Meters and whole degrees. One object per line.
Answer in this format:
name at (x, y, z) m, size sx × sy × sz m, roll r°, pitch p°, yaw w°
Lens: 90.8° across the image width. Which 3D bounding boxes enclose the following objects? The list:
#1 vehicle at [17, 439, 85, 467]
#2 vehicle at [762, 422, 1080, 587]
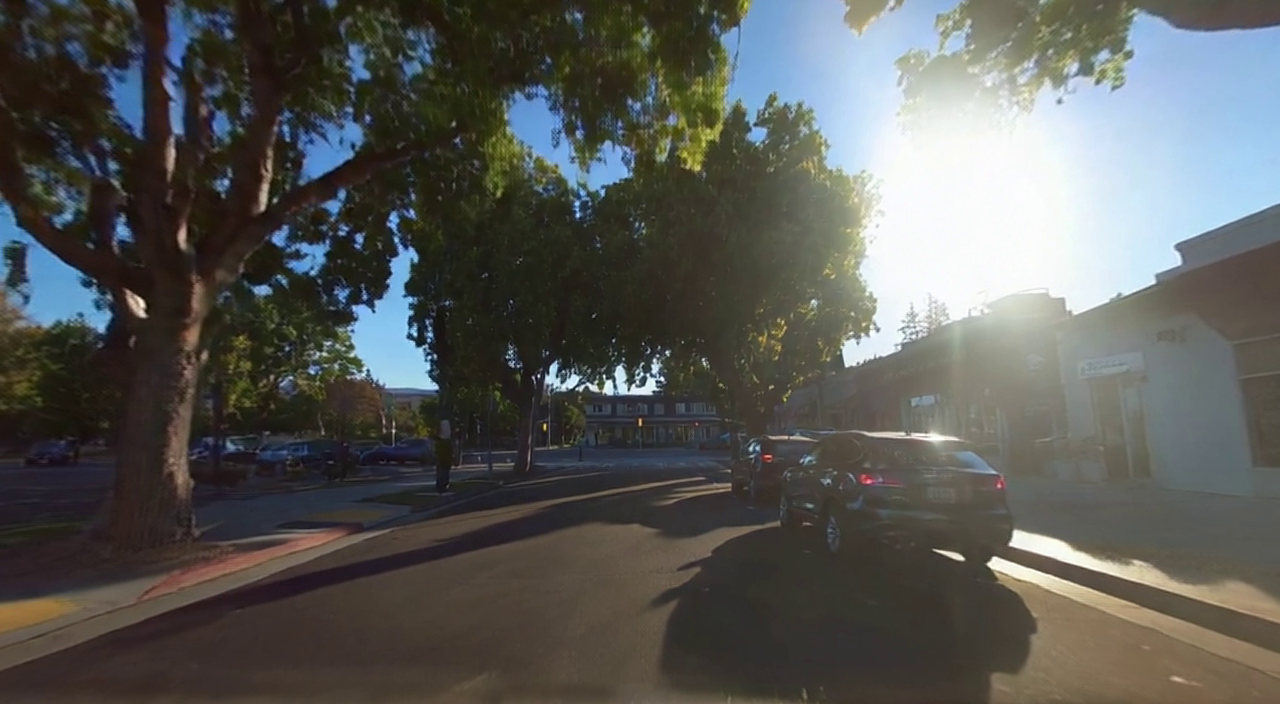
vehicle at (-37.059, 6.344, 39.719) m, size 4.157 × 1.687 × 2.419 m, roll -7°, pitch -12°, yaw 39°
vehicle at (3.092, 1.780, 8.296) m, size 2.064 × 1.532 × 4.596 m, roll 0°, pitch -9°, yaw 0°
